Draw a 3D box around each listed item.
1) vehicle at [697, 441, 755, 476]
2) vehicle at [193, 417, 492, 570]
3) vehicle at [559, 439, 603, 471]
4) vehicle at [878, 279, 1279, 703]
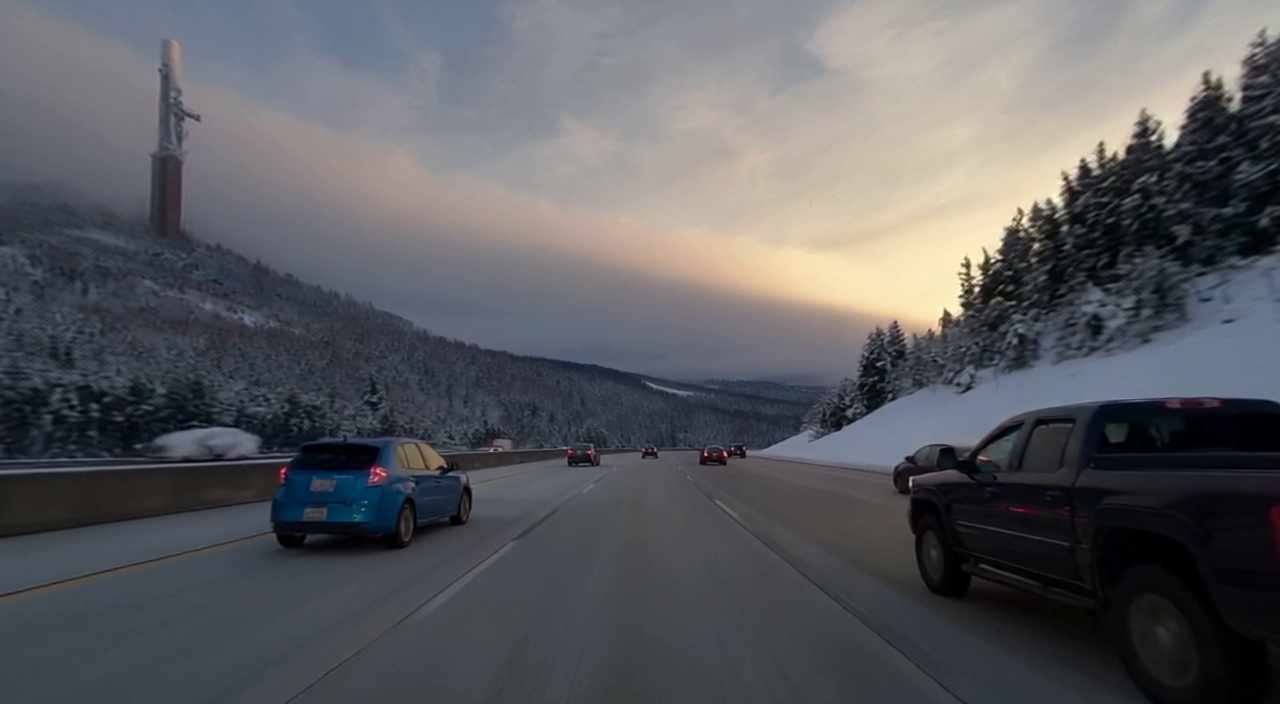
[{"bbox_3d":[3.884,4.905,29.197,2.046,1.471,4.333,0,-9,0],"label":"vehicle"},{"bbox_3d":[-3.777,1.883,9.182,2.113,1.636,4.494,0,-9,1],"label":"vehicle"},{"bbox_3d":[-3.340,5.920,36.383,2.021,1.679,4.310,-1,-9,2],"label":"vehicle"},{"bbox_3d":[3.516,0.904,3.846,2.098,1.925,5.171,0,-9,0],"label":"vehicle"}]
